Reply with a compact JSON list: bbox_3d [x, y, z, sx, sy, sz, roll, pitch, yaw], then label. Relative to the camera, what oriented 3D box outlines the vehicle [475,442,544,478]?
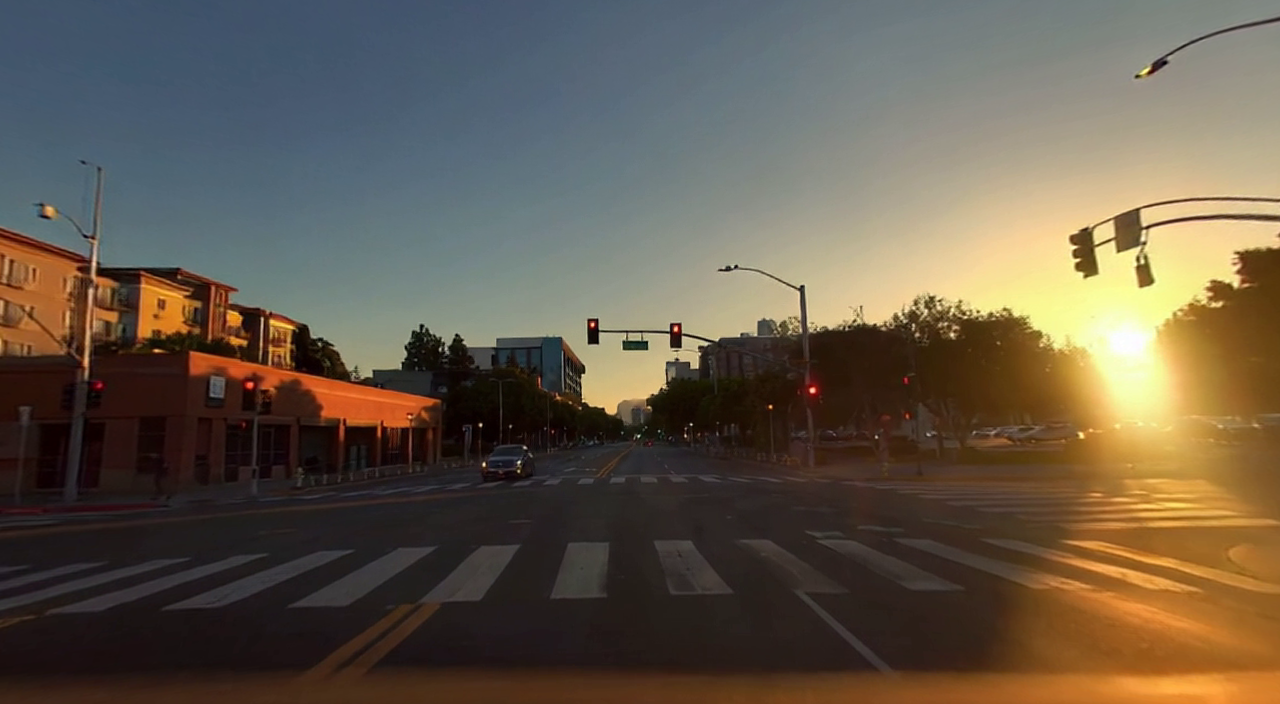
[{"bbox_3d":[-5.816,4.879,28.732,2.127,1.473,4.428,0,-8,1],"label":"vehicle"}]
